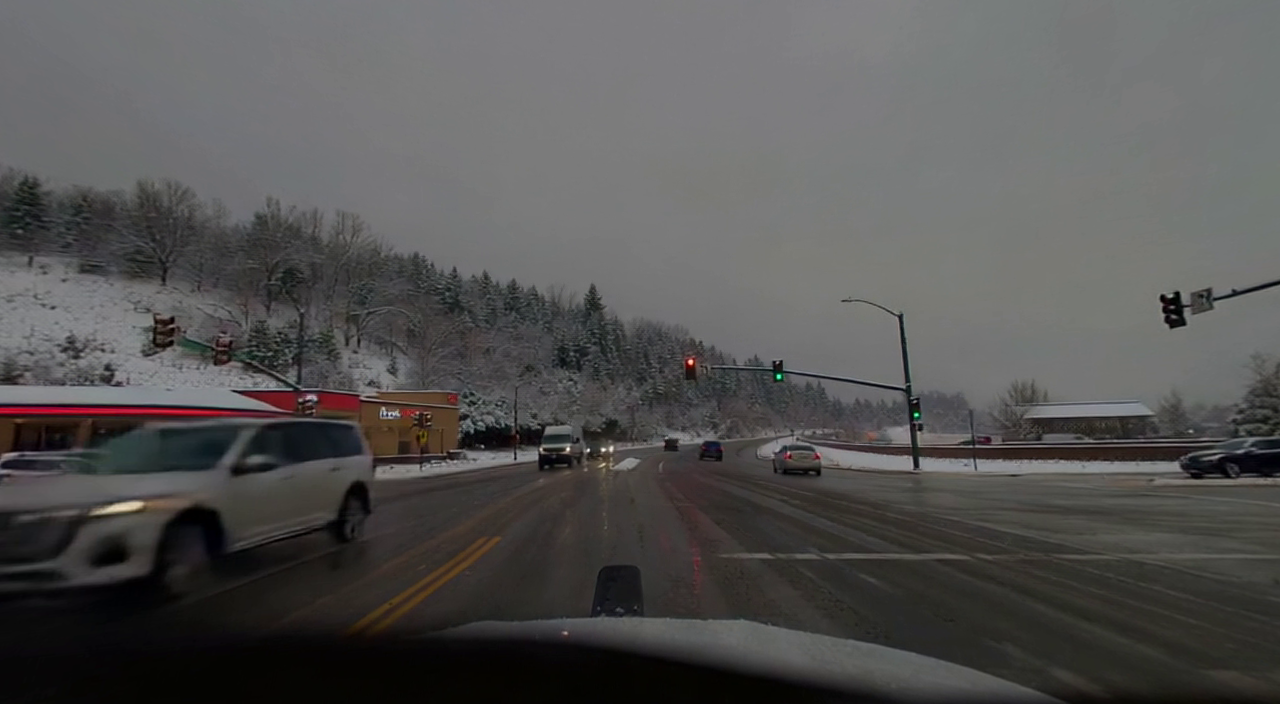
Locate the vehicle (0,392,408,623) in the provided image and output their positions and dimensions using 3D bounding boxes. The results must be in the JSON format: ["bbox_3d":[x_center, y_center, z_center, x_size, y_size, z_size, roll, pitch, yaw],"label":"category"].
[{"bbox_3d":[-4.660,1.528,7.195,2.199,1.745,4.669,0,-8,0],"label":"vehicle"}]

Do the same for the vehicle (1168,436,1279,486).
[{"bbox_3d":[25.042,4.467,26.072,4.546,1.944,2.051,1,-9,-5],"label":"vehicle"}]

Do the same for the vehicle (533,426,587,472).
[{"bbox_3d":[-4.274,5.290,34.376,2.196,2.264,5.206,0,-8,1],"label":"vehicle"}]

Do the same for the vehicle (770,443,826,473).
[{"bbox_3d":[8.918,5.993,35.875,1.911,1.594,4.378,0,-9,-2],"label":"vehicle"}]

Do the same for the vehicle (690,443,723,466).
[{"bbox_3d":[5.099,7.932,48.865,1.855,1.622,4.167,1,-9,-4],"label":"vehicle"}]
